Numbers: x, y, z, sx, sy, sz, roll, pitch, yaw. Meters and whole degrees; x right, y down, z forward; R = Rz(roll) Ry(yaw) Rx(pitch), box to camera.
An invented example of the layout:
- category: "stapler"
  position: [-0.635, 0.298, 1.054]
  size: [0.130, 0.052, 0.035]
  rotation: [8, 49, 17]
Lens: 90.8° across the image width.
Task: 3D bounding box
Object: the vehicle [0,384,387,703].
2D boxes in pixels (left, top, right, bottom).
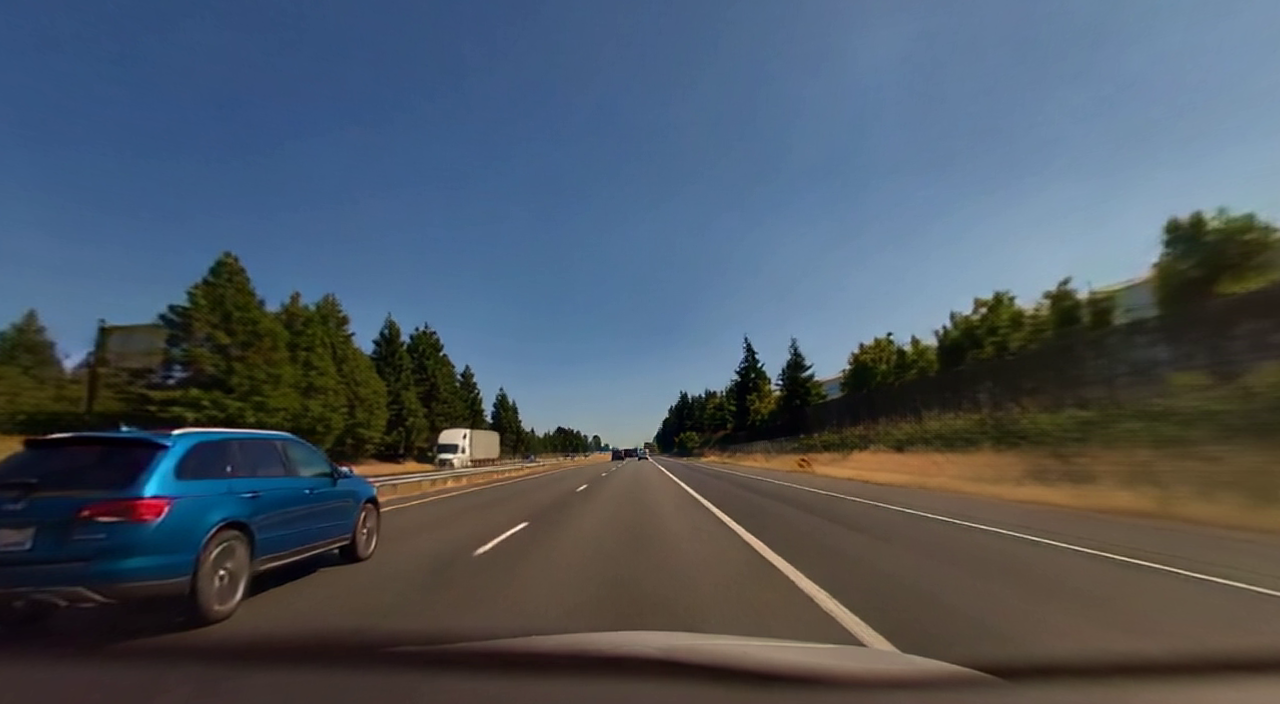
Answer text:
- category: "vehicle"
  position: [-4.356, 1.387, 5.810]
  size: [2.110, 1.727, 4.607]
  rotation: [0, -9, 0]
